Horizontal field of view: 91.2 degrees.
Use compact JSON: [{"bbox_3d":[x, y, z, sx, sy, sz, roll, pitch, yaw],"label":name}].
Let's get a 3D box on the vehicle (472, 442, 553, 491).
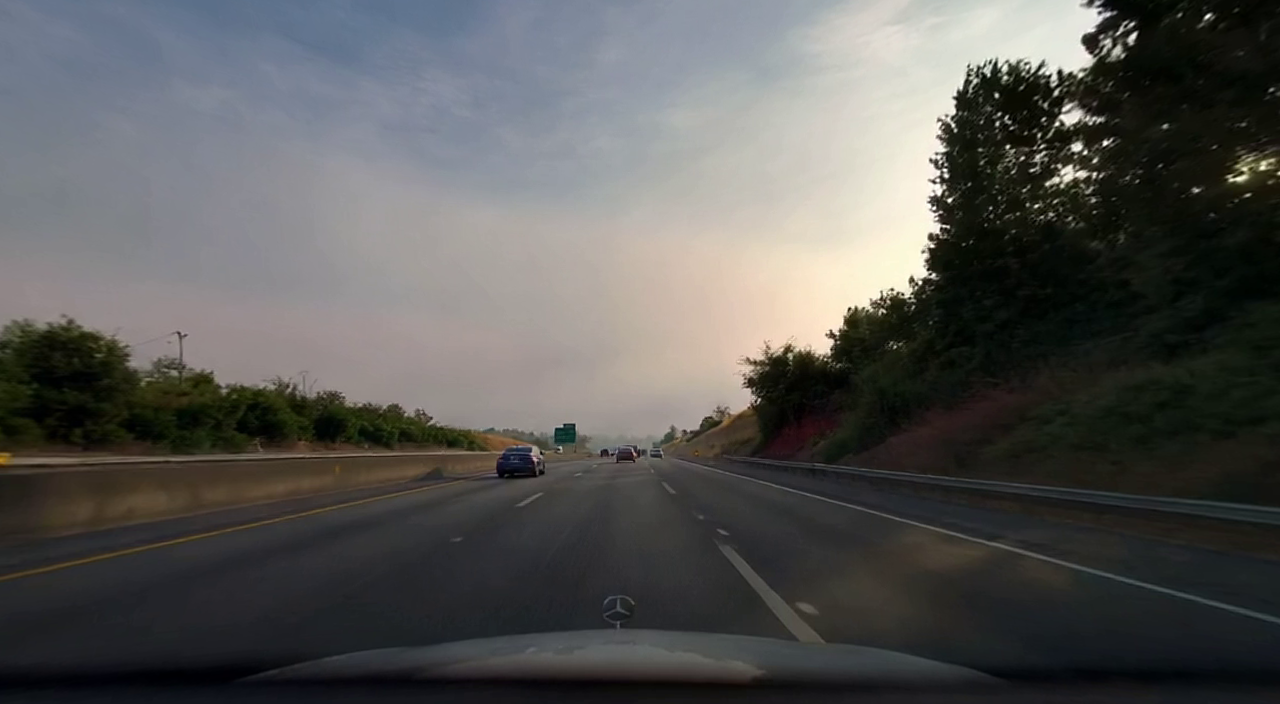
[{"bbox_3d":[-4.477,4.090,22.826,2.028,1.563,4.734,0,-9,-1],"label":"vehicle"}]
